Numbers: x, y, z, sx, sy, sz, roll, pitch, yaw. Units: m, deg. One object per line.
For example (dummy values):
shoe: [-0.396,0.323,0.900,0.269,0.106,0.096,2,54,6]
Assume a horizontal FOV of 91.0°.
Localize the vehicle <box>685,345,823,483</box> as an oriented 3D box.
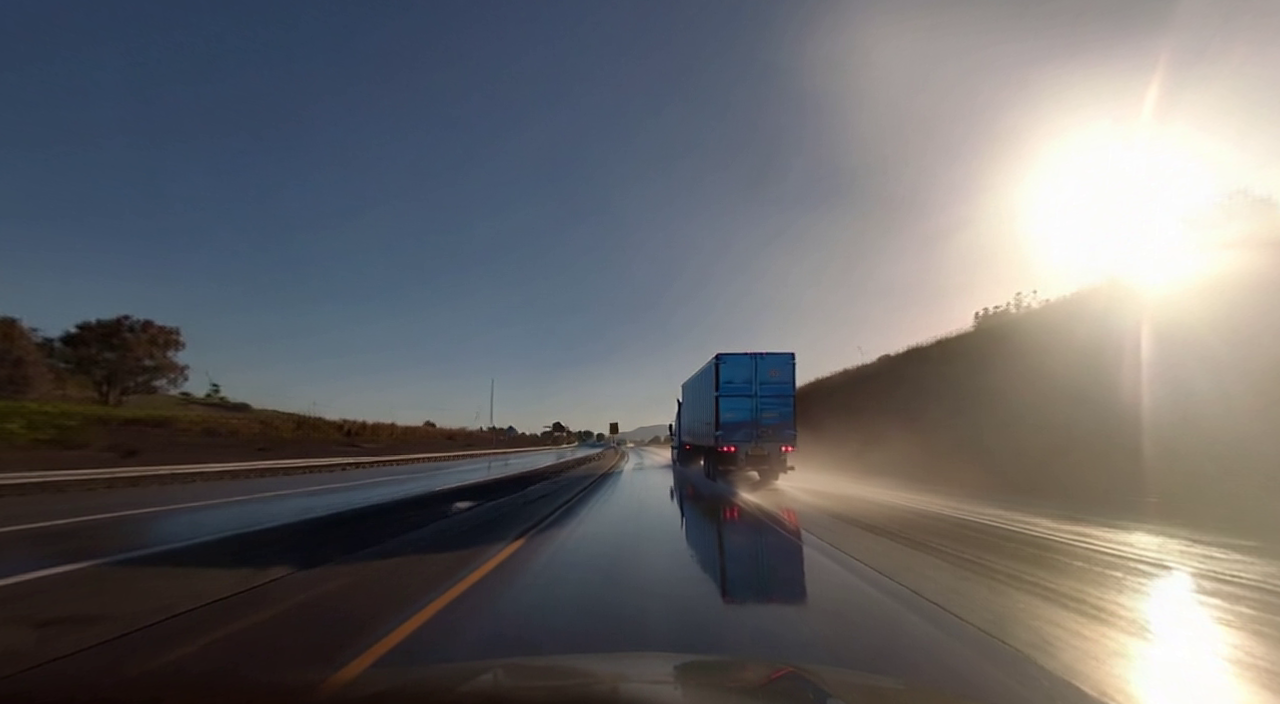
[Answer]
vehicle: [4.249,3.014,27.680,3.615,4.578,13.539,0,-8,0]
